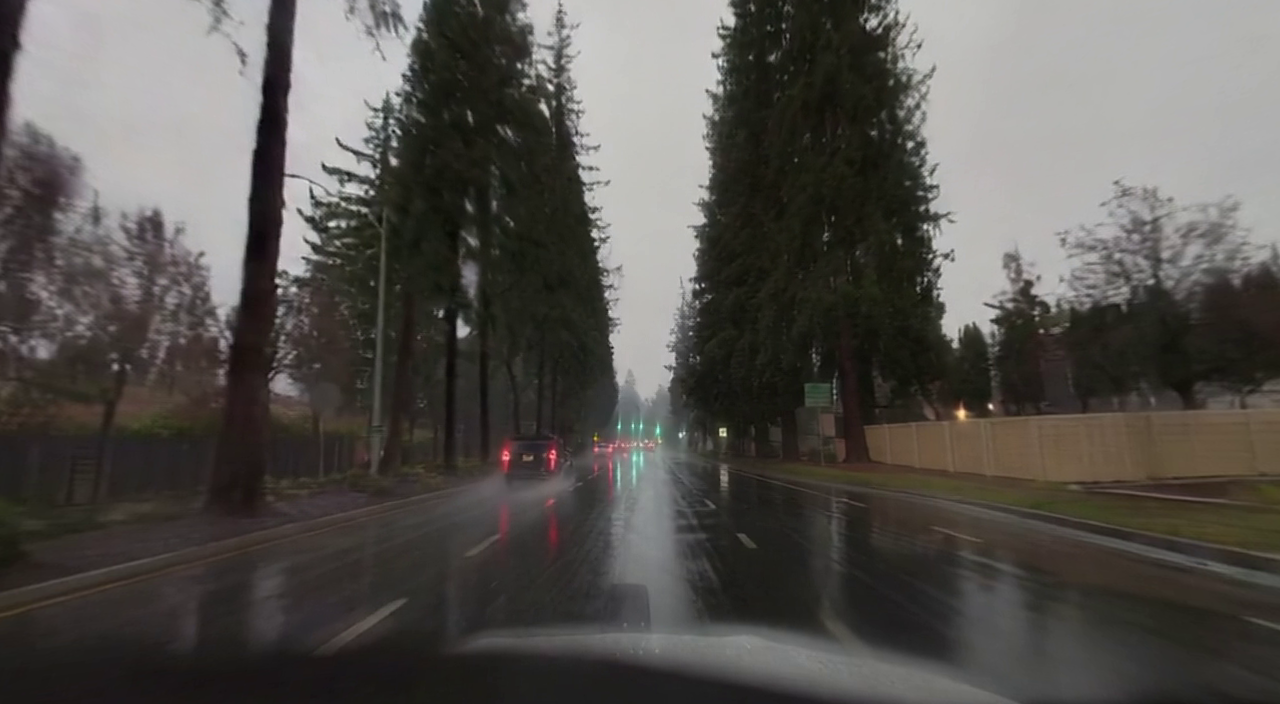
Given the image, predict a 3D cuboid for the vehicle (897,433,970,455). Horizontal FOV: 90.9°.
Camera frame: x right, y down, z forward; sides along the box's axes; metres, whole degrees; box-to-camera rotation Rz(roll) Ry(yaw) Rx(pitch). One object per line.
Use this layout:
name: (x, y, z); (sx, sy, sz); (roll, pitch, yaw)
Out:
vehicle: (21.053, 6.626, 45.364); (4.288, 1.450, 1.892); (-1, -9, 2)

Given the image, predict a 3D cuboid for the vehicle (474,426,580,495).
vehicle: (-2.999, 3.023, 17.842); (2.058, 1.671, 4.704); (0, -9, 1)

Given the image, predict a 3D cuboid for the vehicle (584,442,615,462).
vehicle: (-3.039, 7.660, 48.435); (2.021, 1.466, 4.330); (0, -9, 1)
